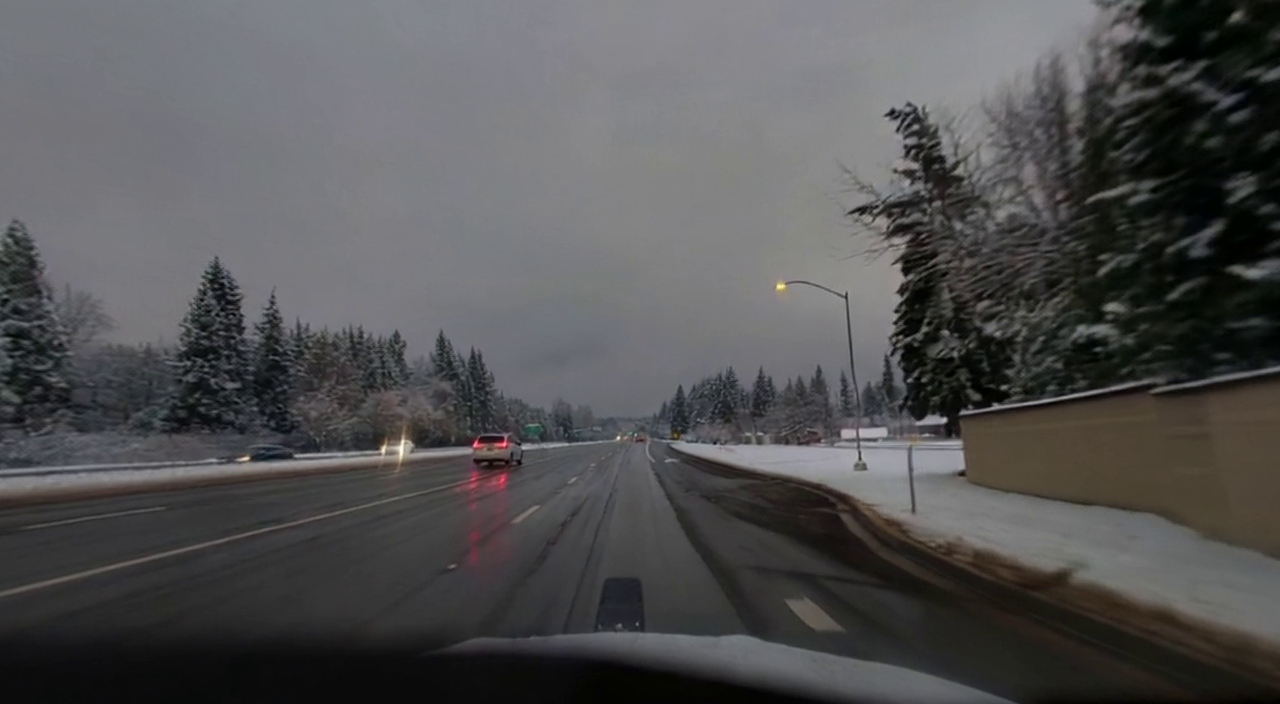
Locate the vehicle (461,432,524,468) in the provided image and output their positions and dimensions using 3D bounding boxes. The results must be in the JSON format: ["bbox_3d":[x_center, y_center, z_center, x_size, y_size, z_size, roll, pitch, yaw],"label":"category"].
[{"bbox_3d":[-7.638,5.132,33.176,2.115,1.711,4.722,0,-9,1],"label":"vehicle"}]

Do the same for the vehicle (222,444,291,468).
[{"bbox_3d":[-26.127,7.073,43.236,1.919,1.514,4.811,1,-9,-3],"label":"vehicle"}]
